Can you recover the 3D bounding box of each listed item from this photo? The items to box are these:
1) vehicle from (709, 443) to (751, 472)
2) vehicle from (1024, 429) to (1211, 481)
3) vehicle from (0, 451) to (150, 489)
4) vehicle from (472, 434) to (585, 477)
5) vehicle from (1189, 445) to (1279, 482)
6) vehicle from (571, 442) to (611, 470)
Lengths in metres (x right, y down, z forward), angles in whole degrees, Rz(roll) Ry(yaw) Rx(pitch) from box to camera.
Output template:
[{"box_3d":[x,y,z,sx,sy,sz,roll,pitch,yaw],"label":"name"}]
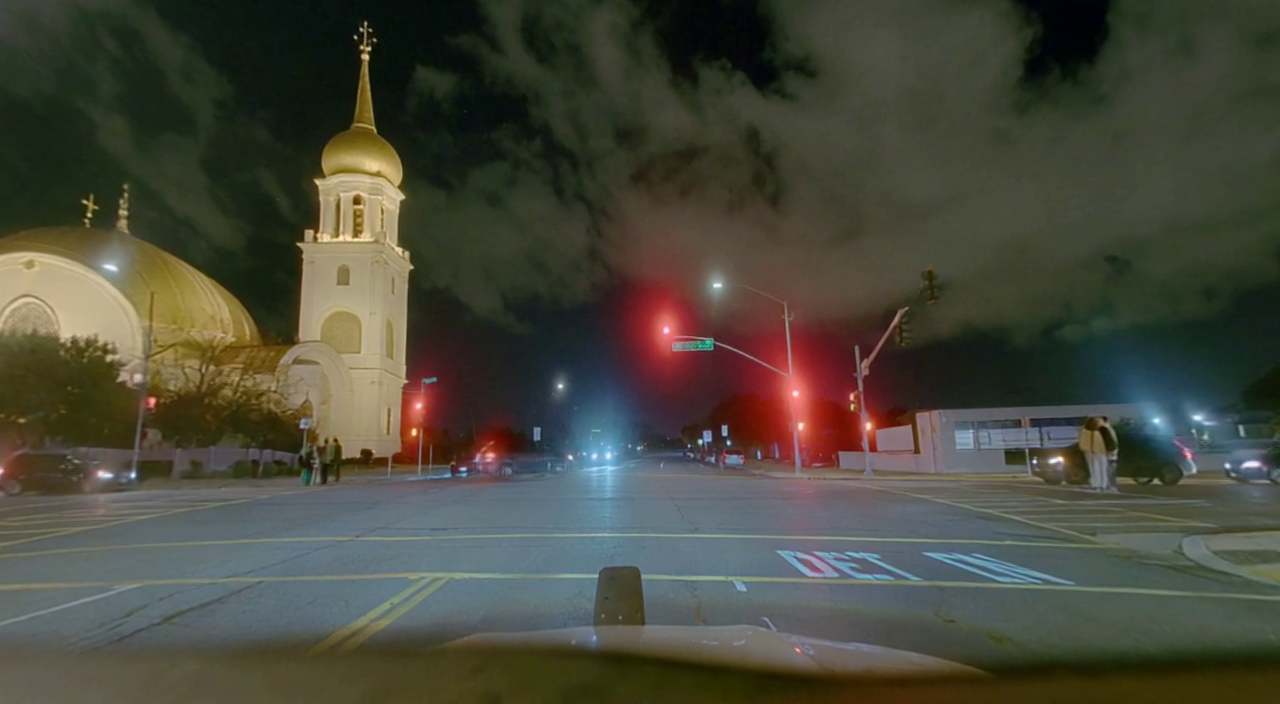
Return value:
[{"box_3d":[5.823,6.861,41.480,1.969,1.776,4.329,0,-8,-2],"label":"vehicle"},{"box_3d":[19.877,4.307,26.561,5.852,2.057,2.361,0,-8,1],"label":"vehicle"},{"box_3d":[-23.370,4.858,26.215,4.479,1.476,1.873,0,-8,1],"label":"vehicle"},{"box_3d":[-4.833,4.571,28.005,2.051,1.724,4.567,-8,-12,43],"label":"vehicle"},{"box_3d":[26.380,4.682,26.679,4.561,1.475,1.850,0,-8,0],"label":"vehicle"},{"box_3d":[-3.165,6.801,41.485,2.223,1.692,4.688,0,-8,0],"label":"vehicle"}]
